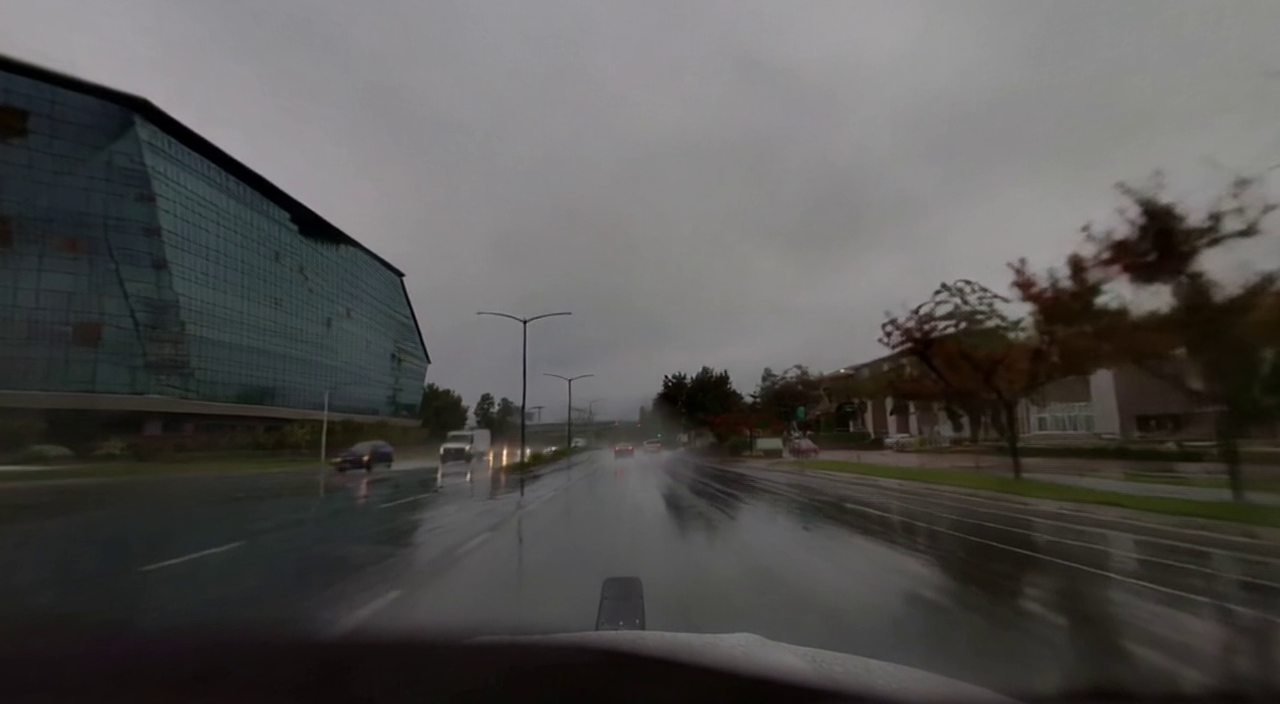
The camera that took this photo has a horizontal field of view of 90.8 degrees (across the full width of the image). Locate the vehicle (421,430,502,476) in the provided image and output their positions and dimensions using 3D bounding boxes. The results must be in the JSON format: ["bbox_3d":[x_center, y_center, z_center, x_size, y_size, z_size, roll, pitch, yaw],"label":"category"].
[{"bbox_3d":[-8.675,4.931,31.347,2.631,1.990,5.787,2,-8,-4],"label":"vehicle"}]

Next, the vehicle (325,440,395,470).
[{"bbox_3d":[-15.952,5.887,36.317,1.975,1.596,4.555,0,-8,-1],"label":"vehicle"}]

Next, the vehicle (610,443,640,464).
[{"bbox_3d":[-1.086,7.388,45.999,2.080,1.445,4.096,0,-8,-2],"label":"vehicle"}]
